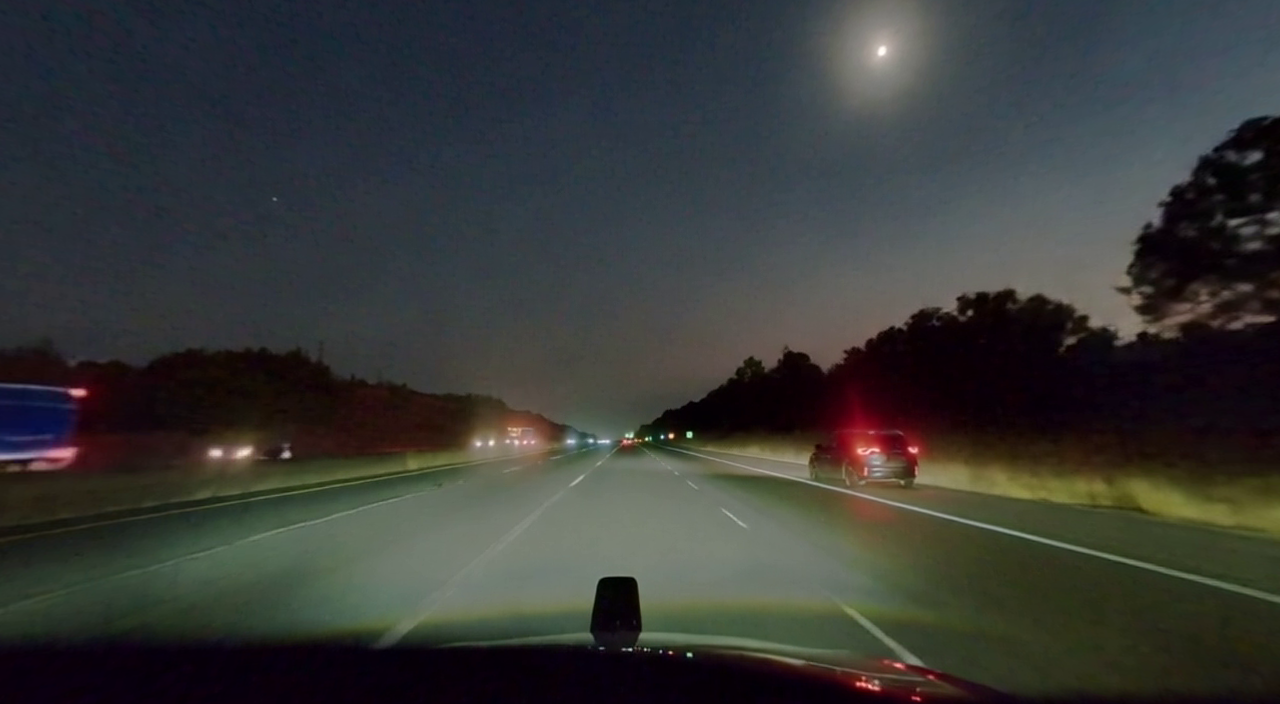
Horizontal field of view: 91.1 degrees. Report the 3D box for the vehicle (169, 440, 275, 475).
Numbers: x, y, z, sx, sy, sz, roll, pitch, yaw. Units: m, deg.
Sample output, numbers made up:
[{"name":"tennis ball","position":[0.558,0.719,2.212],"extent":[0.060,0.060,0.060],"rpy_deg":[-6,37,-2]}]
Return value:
[{"name":"vehicle","position":[-19.966,5.005,30.315],"extent":[2.008,1.529,4.678],"rpy_deg":[0,-8,-2]}]
